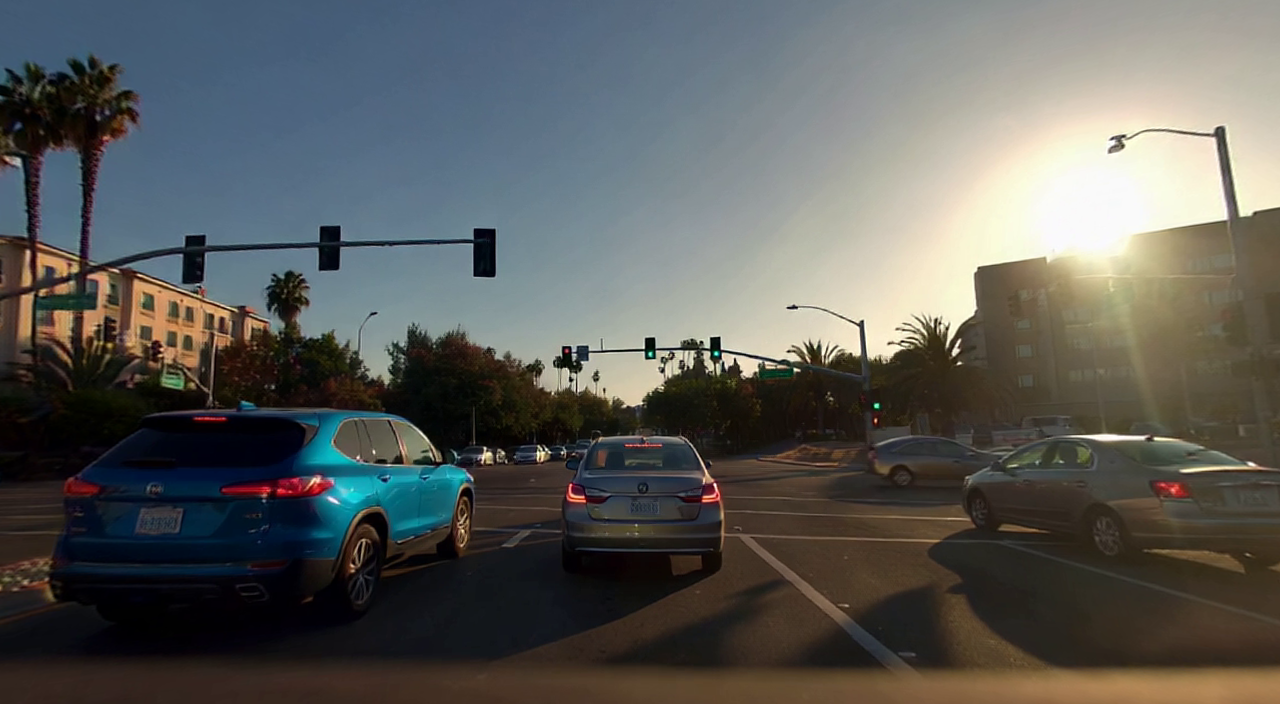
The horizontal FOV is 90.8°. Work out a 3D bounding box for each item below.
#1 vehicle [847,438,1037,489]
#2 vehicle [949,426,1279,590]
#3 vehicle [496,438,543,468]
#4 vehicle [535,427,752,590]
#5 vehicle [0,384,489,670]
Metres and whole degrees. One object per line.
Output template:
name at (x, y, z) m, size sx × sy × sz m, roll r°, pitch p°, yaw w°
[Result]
vehicle at (9.214, 3.429, 19.586) m, size 4.891 × 1.477 × 1.910 m, roll 0°, pitch -8°, yaw 0°
vehicle at (6.088, 1.761, 8.083) m, size 1.970 × 1.489 × 4.482 m, roll 0°, pitch -8°, yaw -1°
vehicle at (-7.935, 6.689, 42.028) m, size 2.130 × 1.810 × 4.450 m, roll -2°, pitch -8°, yaw 2°
vehicle at (0.001, 1.704, 7.722) m, size 1.942 × 1.445 × 3.973 m, roll 0°, pitch -8°, yaw -1°
vehicle at (-3.102, 1.369, 6.071) m, size 2.051 × 1.682 × 4.467 m, roll 0°, pitch -8°, yaw 2°
